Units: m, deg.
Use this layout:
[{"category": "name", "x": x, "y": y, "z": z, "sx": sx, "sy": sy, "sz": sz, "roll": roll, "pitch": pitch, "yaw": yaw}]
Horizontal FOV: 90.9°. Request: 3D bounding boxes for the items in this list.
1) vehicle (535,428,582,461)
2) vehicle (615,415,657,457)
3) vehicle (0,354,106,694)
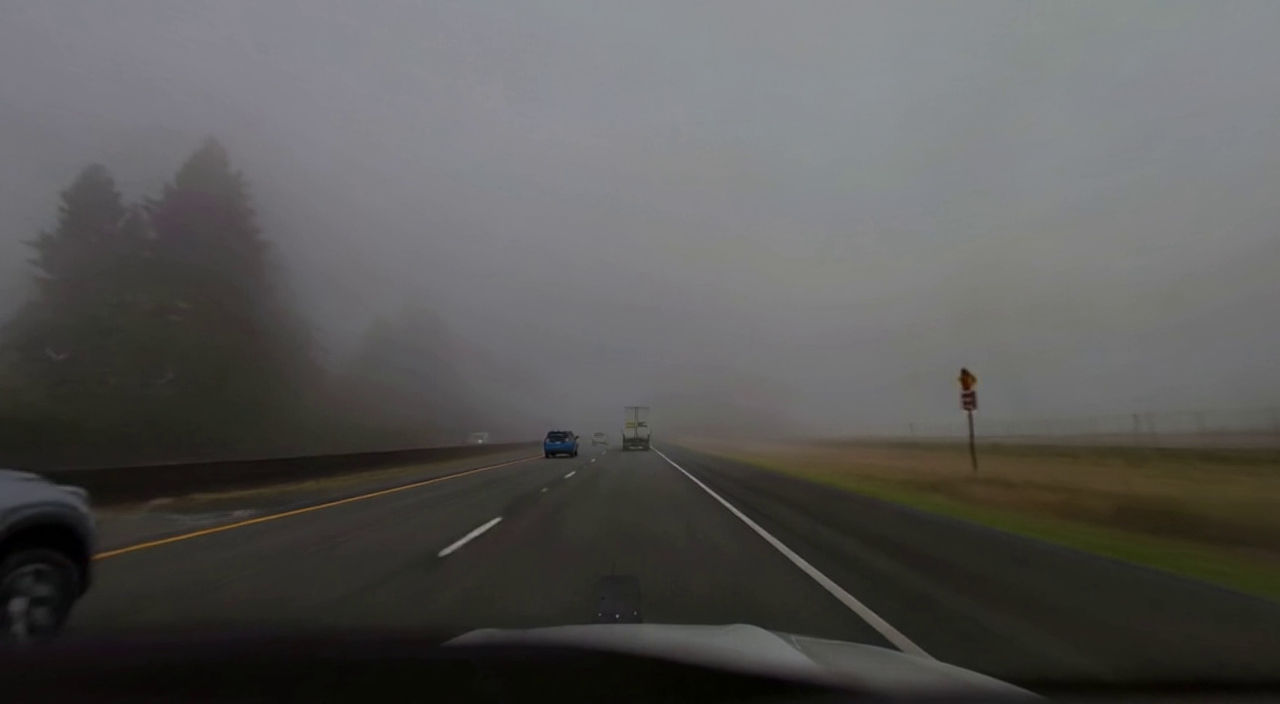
[{"category": "vehicle", "x": -4.512, "y": 5.163, "z": 35.398, "sx": 2.049, "sy": 1.726, "sz": 4.291, "roll": 0, "pitch": -8, "yaw": 0}, {"category": "vehicle", "x": -0.275, "y": 5.476, "z": 40.845, "sx": 2.526, "sy": 2.531, "sz": 5.026, "roll": 0, "pitch": -8, "yaw": -1}, {"category": "vehicle", "x": -4.134, "y": 0.626, "z": 1.458, "sx": 2.045, "sy": 1.655, "sz": 4.301, "roll": 0, "pitch": -8, "yaw": -1}]
